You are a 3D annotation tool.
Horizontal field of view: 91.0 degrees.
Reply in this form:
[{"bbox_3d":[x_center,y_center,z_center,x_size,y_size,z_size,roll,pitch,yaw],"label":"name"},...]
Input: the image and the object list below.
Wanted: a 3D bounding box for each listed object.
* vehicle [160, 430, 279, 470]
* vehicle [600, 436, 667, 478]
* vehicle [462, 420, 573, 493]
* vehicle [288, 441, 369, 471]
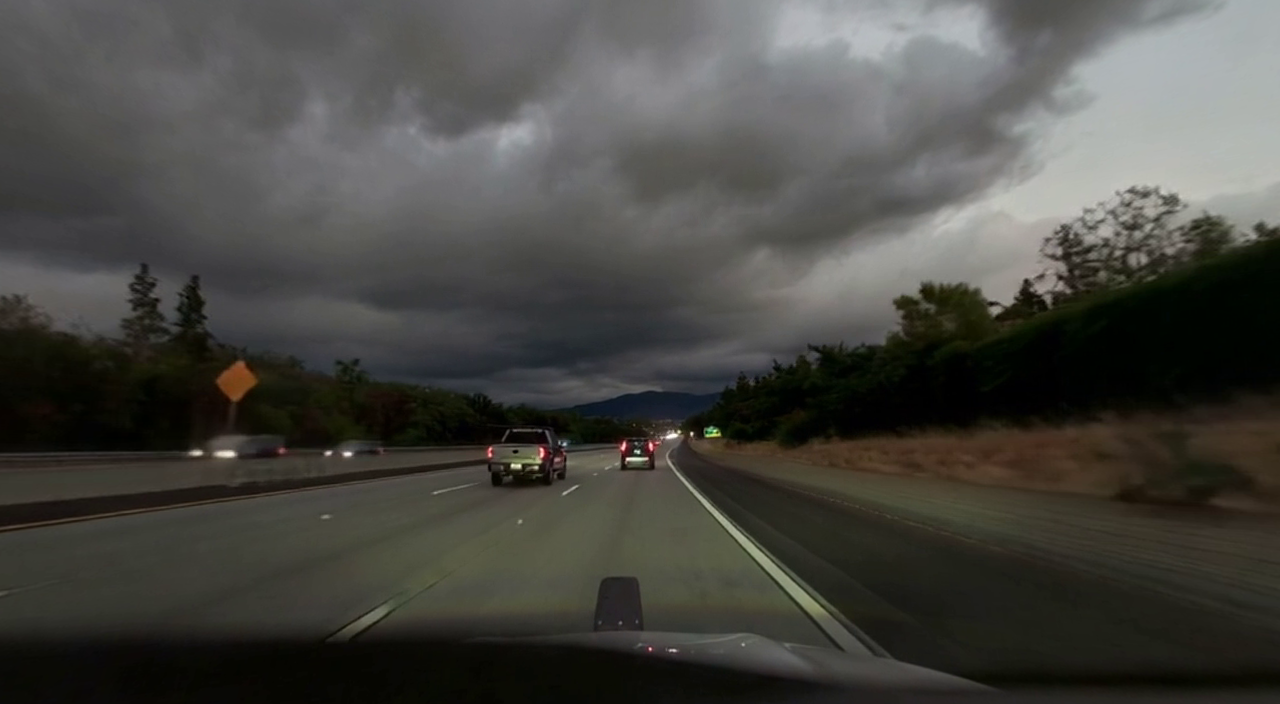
[{"bbox_3d":[-21.083,4.959,31.948,2.111,1.825,5.567,0,-9,1],"label":"vehicle"},{"bbox_3d":[-0.184,4.650,28.150,2.715,1.669,5.163,0,-9,1],"label":"vehicle"},{"bbox_3d":[-3.578,3.177,19.496,2.250,1.947,4.860,0,-9,2],"label":"vehicle"},{"bbox_3d":[-17.176,5.765,34.999,1.910,1.517,4.666,0,-9,2],"label":"vehicle"}]
